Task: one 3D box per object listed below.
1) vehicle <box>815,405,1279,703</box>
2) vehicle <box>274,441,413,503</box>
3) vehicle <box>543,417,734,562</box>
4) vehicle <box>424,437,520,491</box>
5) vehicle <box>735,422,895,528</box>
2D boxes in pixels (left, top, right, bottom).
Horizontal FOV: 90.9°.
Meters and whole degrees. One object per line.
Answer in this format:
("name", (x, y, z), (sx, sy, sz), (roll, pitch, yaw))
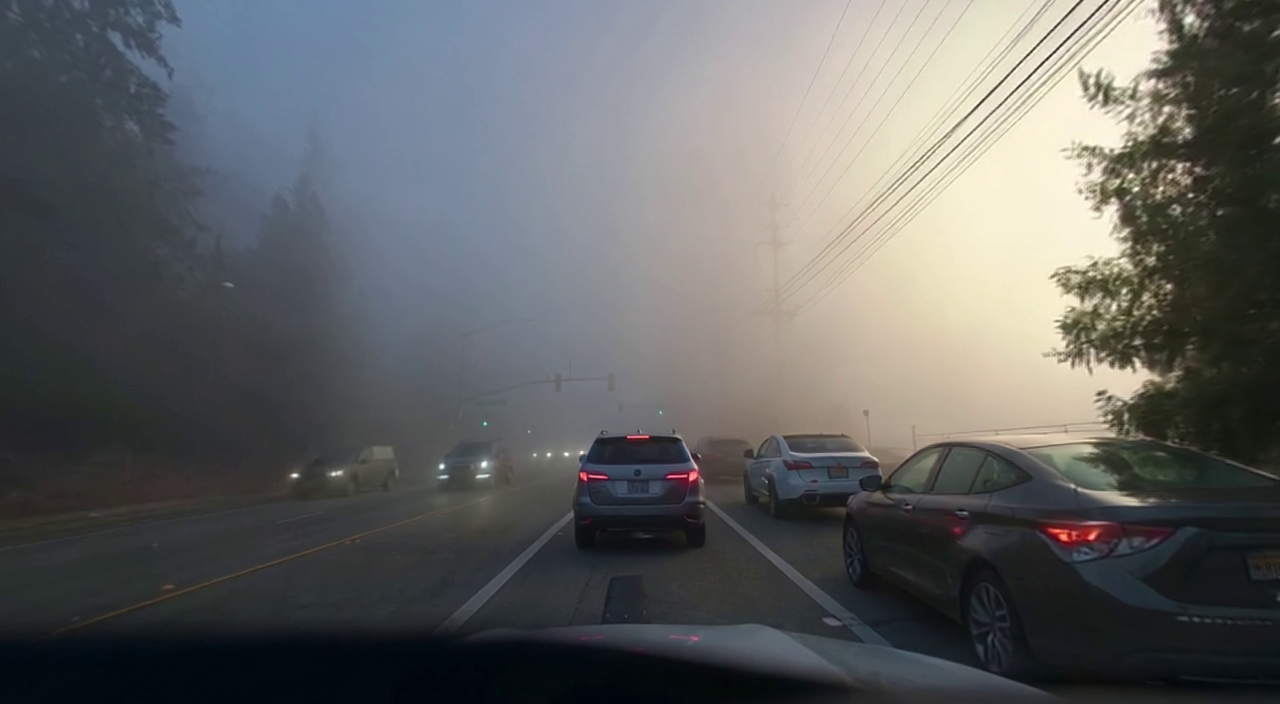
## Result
("vehicle", (2.876, 1.267, 4.622), (1.950, 1.487, 4.275), (0, -8, 0))
("vehicle", (-9.874, 4.005, 21.566), (2.230, 1.831, 4.941), (-1, -8, 1))
("vehicle", (-0.005, 1.894, 9.408), (2.200, 1.653, 4.127), (0, -8, 0))
("vehicle", (-6.312, 4.264, 24.391), (2.328, 1.861, 4.891), (0, -8, 1))
("vehicle", (3.158, 2.306, 12.329), (1.914, 1.698, 4.049), (0, -8, 0))
